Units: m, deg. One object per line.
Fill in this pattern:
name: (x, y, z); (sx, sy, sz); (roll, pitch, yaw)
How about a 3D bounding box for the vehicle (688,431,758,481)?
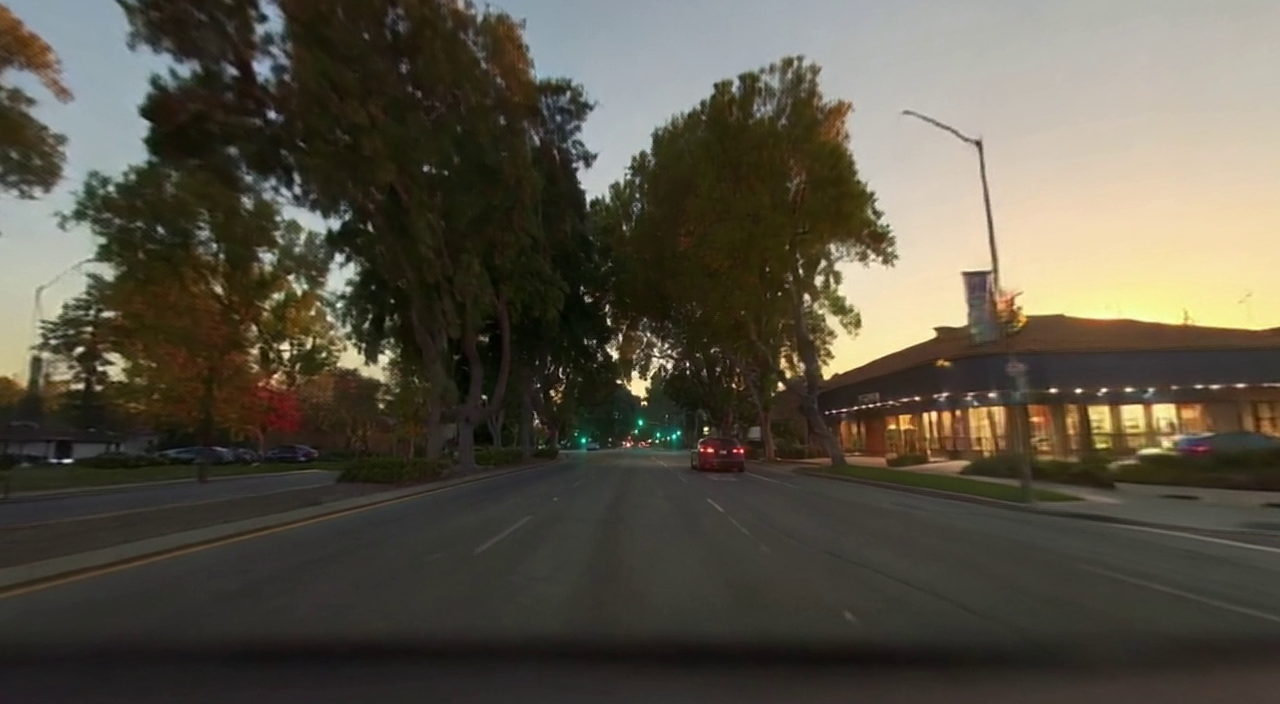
vehicle: (3.148, 4.056, 24.856); (2.083, 1.743, 4.354); (1, -8, -1)
